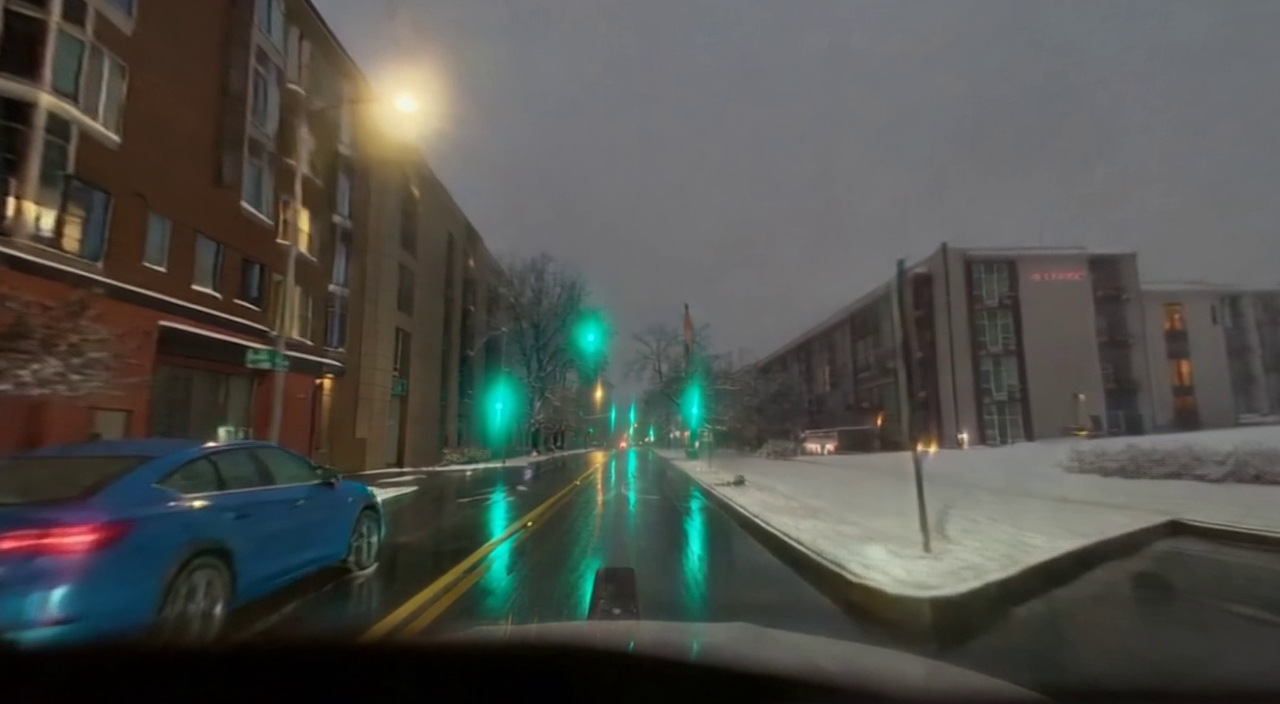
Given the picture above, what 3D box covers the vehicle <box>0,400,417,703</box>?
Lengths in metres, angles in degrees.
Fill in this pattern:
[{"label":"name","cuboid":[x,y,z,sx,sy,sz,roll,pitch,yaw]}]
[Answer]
[{"label":"vehicle","cuboid":[-3.349,1.188,4.399,1.898,1.407,4.652,0,-8,0]}]
